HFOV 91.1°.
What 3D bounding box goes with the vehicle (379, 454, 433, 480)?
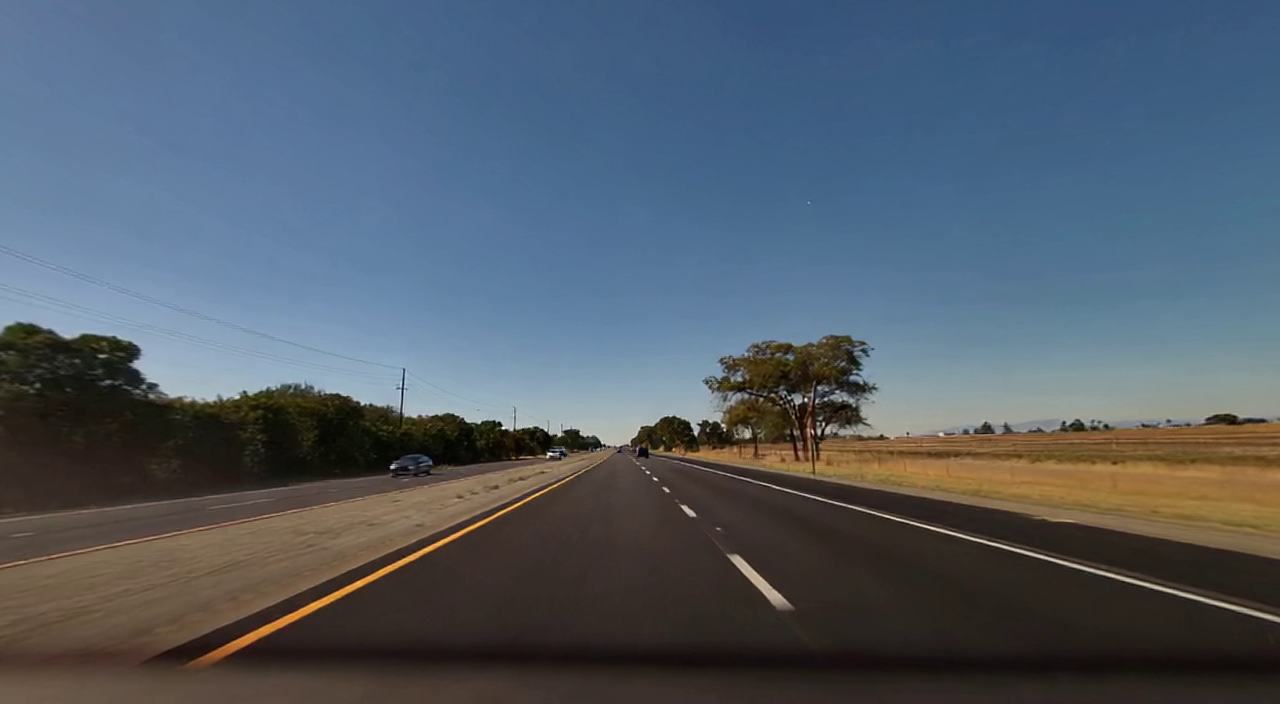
[{"bbox_3d":[-14.655,7.198,39.579,1.847,1.466,4.029,0,-9,-1],"label":"vehicle"}]
